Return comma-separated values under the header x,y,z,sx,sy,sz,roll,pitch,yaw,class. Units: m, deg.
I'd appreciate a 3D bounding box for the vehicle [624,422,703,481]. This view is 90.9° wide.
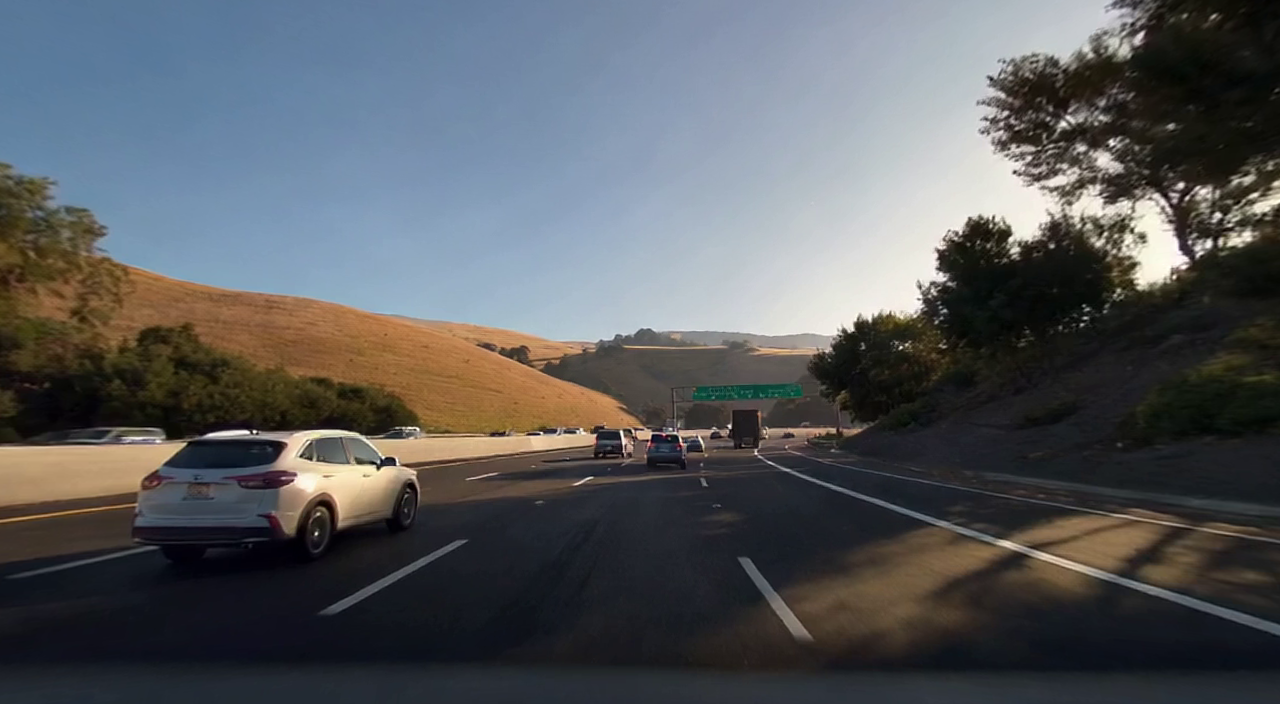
x,y,z,sx,sy,sz,roll,pitch,yaw,class
0.861,3.458,22.107,2.484,1.820,4.497,-1,-8,3,vehicle

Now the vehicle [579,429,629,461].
x,y,z,sx,sy,sz,roll,pitch,yaw,class
-1.974,5.341,36.146,2.194,1.702,4.305,-1,-8,6,vehicle

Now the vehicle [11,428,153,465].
x,y,z,sx,sy,sz,roll,pitch,yaw,class
-24.560,4.185,28.040,2.032,1.461,4.512,-1,-8,3,vehicle

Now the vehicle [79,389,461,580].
x,y,z,sx,sy,sz,roll,pitch,yaw,class
-3.992,1.517,7.982,2.077,1.712,4.406,0,-8,1,vehicle
